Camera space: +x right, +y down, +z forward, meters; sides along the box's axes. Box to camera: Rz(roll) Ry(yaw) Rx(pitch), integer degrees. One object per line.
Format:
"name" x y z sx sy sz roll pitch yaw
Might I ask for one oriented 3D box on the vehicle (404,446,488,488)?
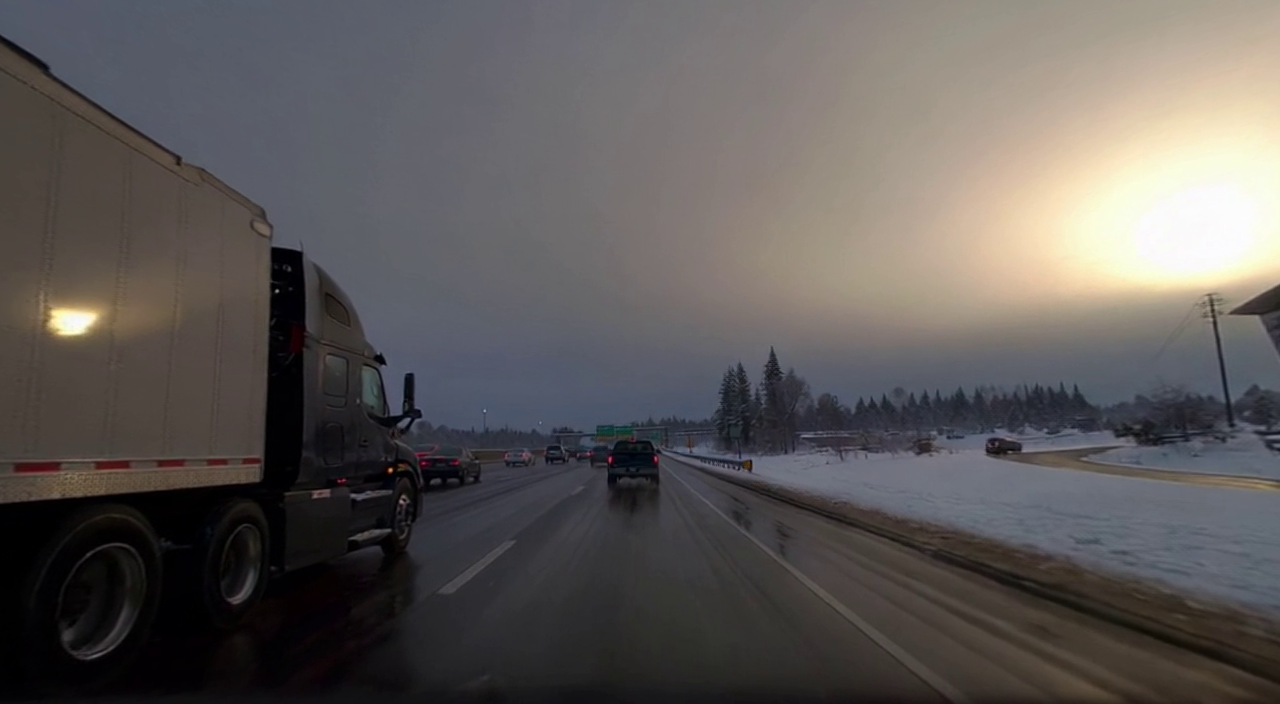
"vehicle" -7.416 4.394 24.524 1.864 1.458 4.295 0 -9 0

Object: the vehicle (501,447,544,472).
"vehicle" -7.399 6.753 39.967 1.869 1.466 4.217 0 -9 1

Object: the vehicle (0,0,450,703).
"vehicle" -3.790 -0.180 3.048 2.990 3.885 8.540 0 -9 0

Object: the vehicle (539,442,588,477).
"vehicle" -3.765 5.395 31.861 1.952 1.649 4.131 0 -9 0

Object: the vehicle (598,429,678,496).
"vehicle" -0.014 3.289 19.016 2.152 1.779 3.924 0 -9 1
